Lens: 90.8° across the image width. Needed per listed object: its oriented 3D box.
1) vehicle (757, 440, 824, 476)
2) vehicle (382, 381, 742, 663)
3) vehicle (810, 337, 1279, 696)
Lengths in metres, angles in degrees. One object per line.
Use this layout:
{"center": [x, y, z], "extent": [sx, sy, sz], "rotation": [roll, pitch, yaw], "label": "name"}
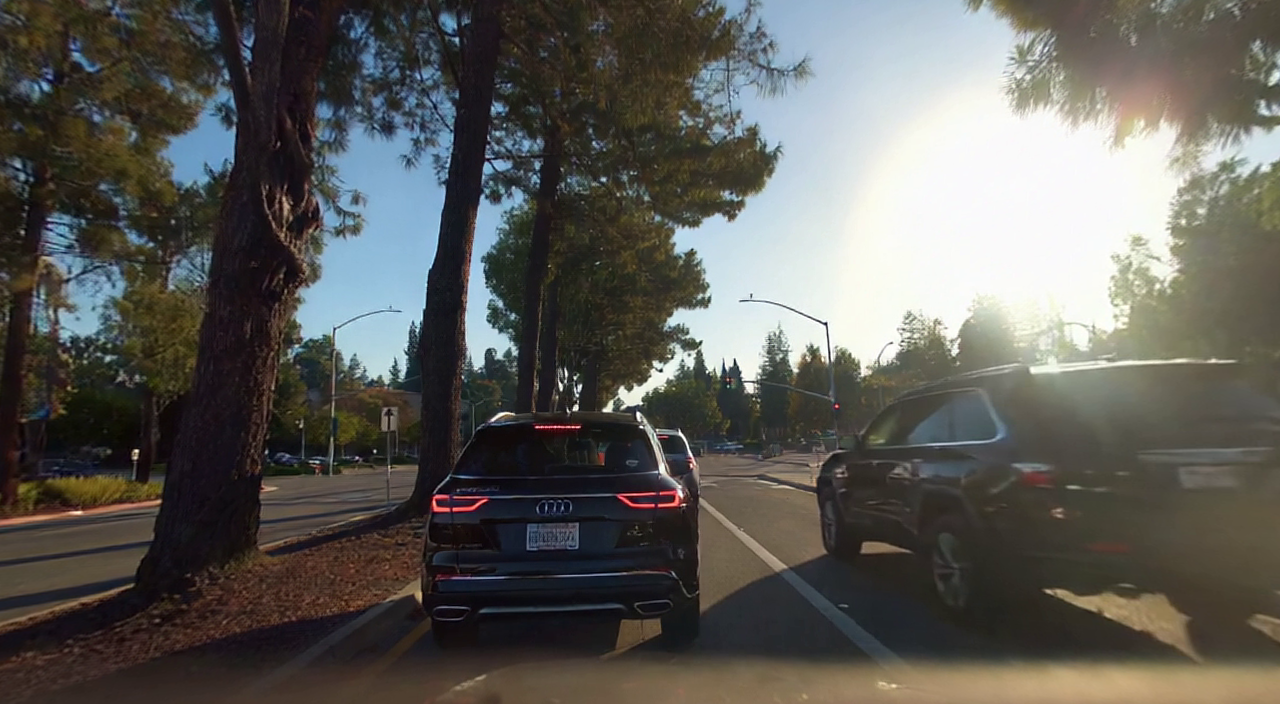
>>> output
{"center": [6.706, 4.757, 28.660], "extent": [1.917, 1.489, 4.625], "rotation": [0, -9, 0], "label": "vehicle"}
{"center": [-0.422, 1.353, 6.083], "extent": [2.201, 1.709, 4.271], "rotation": [0, -9, 2], "label": "vehicle"}
{"center": [3.402, 1.222, 5.868], "extent": [2.200, 1.909, 4.853], "rotation": [0, -9, -1], "label": "vehicle"}
